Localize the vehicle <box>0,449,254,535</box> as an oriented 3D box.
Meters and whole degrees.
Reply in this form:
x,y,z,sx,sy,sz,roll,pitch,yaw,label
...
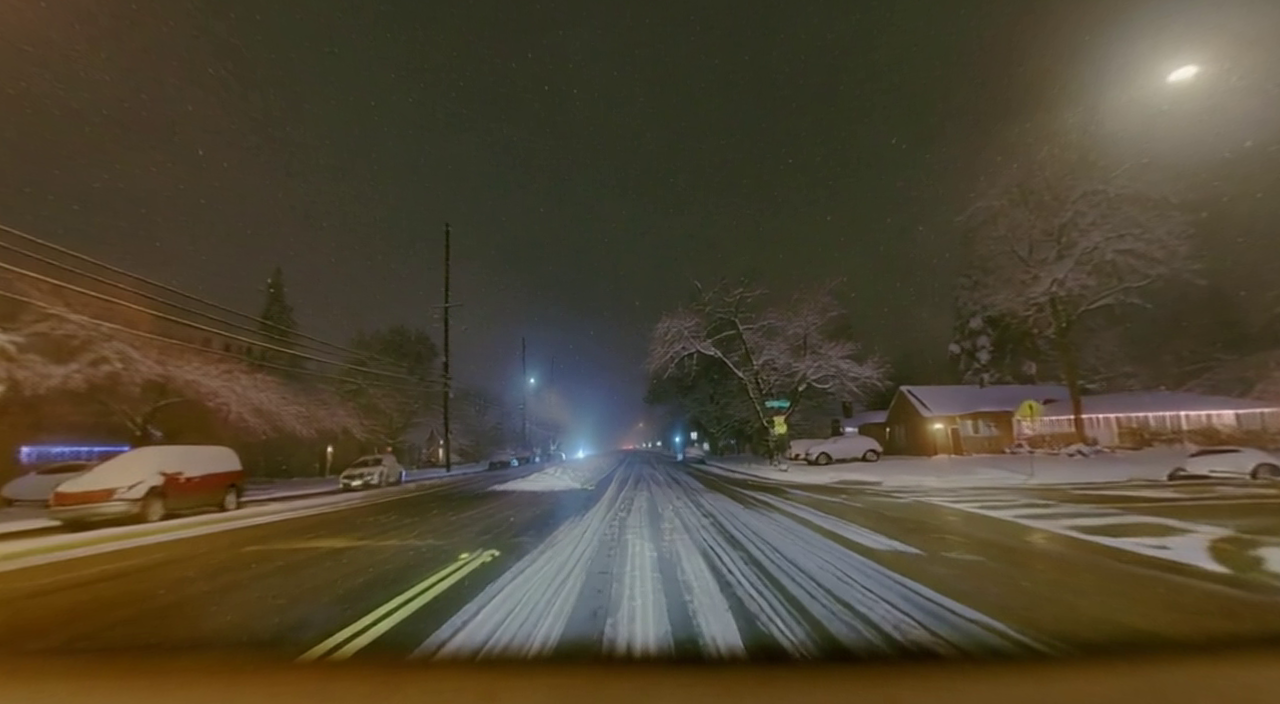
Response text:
x,y,z,sx,sy,sz,roll,pitch,yaw,label
-12.537,3.372,16.038,2.128,1.768,5.306,0,-9,0,vehicle

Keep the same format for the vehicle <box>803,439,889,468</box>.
x,y,z,sx,sy,sz,roll,pitch,yaw,label
12.952,6.375,39.851,4.696,1.732,1.968,0,-9,0,vehicle

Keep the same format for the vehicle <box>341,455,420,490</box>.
x,y,z,sx,sy,sz,roll,pitch,yaw,label
-12.655,5.878,31.156,1.926,1.533,4.557,0,-9,1,vehicle

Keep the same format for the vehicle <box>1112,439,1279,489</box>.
x,y,z,sx,sy,sz,roll,pitch,yaw,label
18.146,3.538,20.152,4.625,1.480,1.971,0,-9,-3,vehicle
